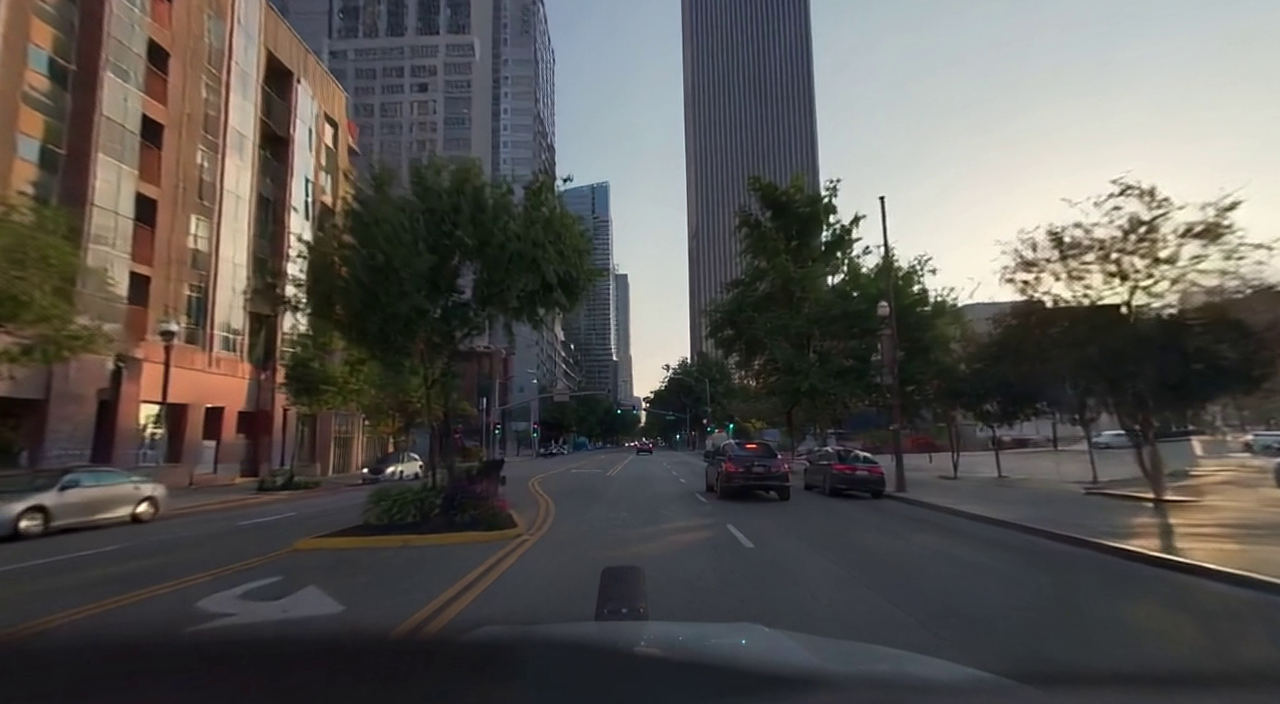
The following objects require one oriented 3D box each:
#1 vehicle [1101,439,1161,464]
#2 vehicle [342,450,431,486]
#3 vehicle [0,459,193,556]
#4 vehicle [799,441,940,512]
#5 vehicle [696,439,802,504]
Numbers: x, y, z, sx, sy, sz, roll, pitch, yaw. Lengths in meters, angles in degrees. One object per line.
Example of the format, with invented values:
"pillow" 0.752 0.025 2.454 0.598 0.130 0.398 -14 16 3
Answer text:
"vehicle" 31.131 6.299 39.969 1.867 1.482 4.593 -4 -9 24
"vehicle" -11.964 5.567 30.059 1.944 1.575 4.895 -1 -11 3
"vehicle" -12.138 3.101 13.040 2.015 1.521 4.798 -1 -8 3
"vehicle" 5.912 3.230 16.872 2.003 1.626 4.480 0 -8 -1
"vehicle" 2.800 3.186 17.258 2.080 1.524 4.348 0 -8 -1
